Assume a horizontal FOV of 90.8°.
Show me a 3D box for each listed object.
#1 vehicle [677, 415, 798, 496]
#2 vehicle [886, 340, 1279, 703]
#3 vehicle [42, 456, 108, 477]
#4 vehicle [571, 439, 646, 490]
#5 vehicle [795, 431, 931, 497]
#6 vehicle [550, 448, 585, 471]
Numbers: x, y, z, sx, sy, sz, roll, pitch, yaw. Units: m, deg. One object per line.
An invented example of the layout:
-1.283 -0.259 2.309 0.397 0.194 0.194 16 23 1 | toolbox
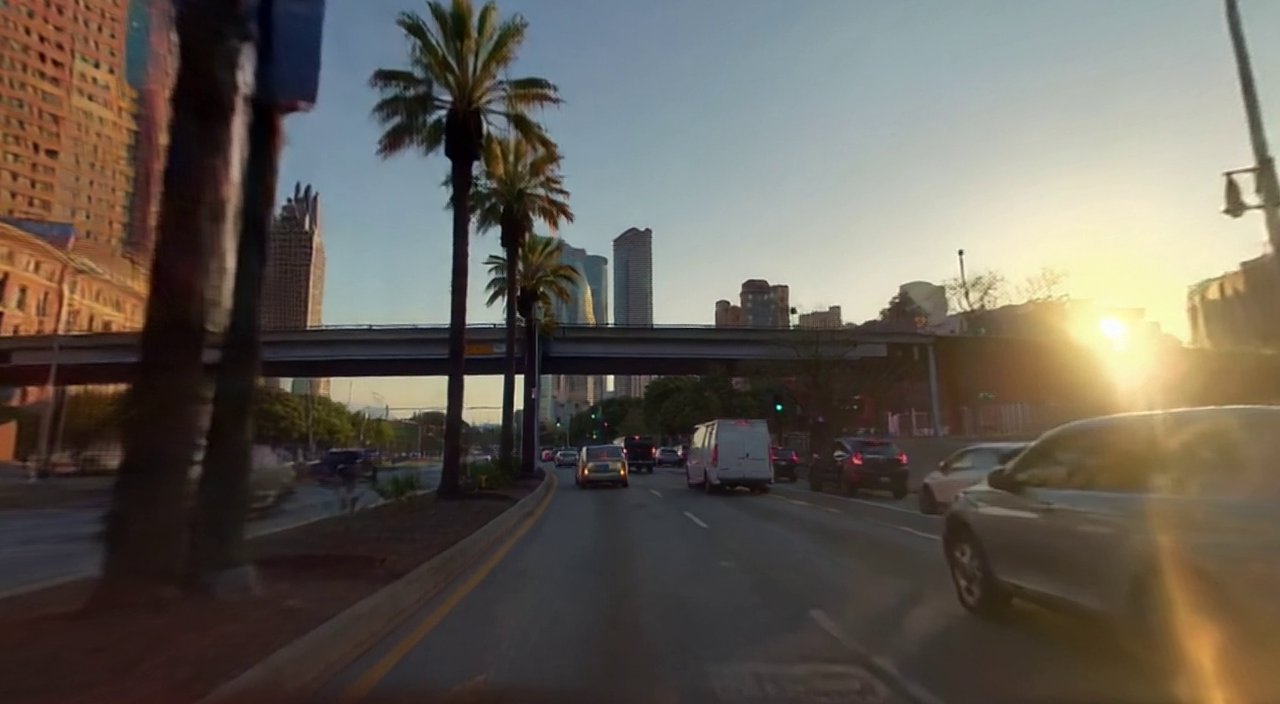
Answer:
2.800 3.192 19.736 2.434 2.171 5.098 1 -9 -7 | vehicle
3.573 1.035 4.032 2.151 1.695 4.258 0 -9 -2 | vehicle
-43.246 8.767 48.438 1.794 1.461 3.581 0 -9 -3 | vehicle
-1.278 4.028 23.038 2.332 1.625 4.933 1 -9 -7 | vehicle
6.578 3.365 19.365 2.164 1.745 4.677 0 -9 -4 | vehicle
-5.188 7.636 44.967 2.081 1.503 3.681 2 -9 -13 | vehicle
